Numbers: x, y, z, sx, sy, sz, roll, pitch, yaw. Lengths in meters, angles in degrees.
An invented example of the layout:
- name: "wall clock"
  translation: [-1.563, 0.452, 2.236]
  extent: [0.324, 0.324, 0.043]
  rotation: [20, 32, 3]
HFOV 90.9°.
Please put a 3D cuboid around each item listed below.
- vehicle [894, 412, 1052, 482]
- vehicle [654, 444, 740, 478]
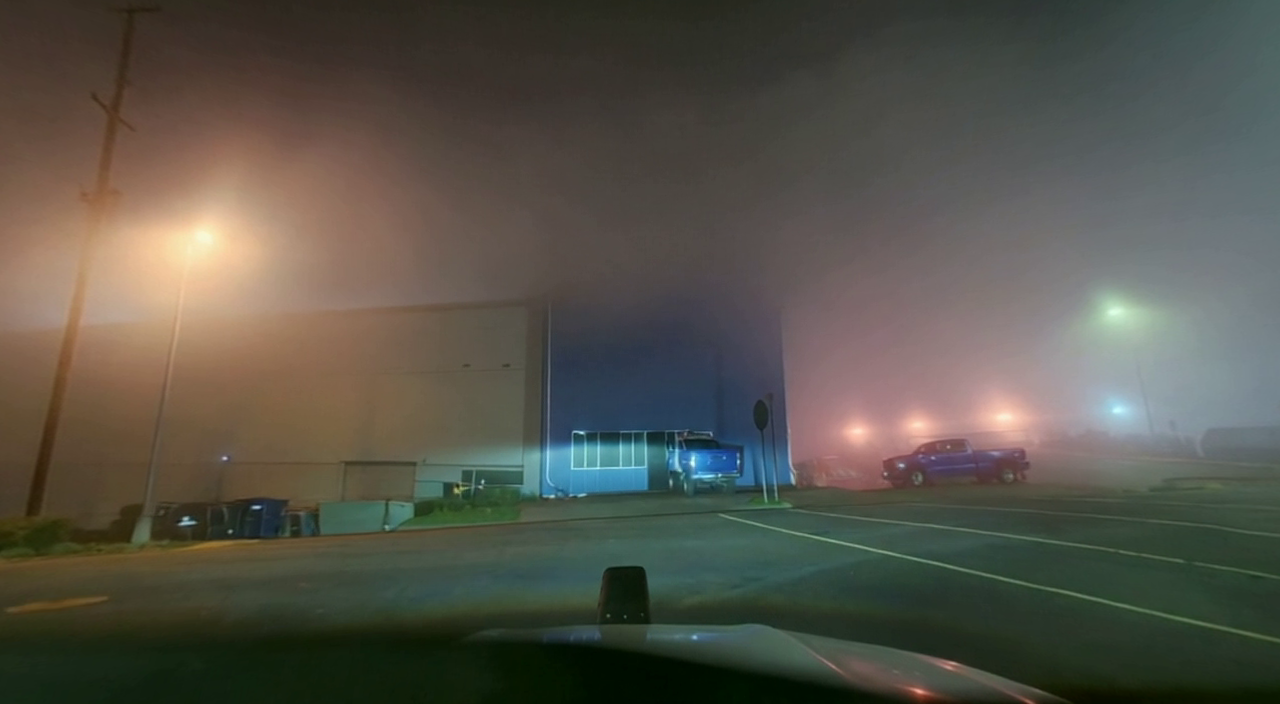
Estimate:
- name: "vehicle"
  translation: [16.533, 4.801, 31.638]
  extent: [6.271, 3.004, 2.298]
  rotation: [-4, -11, 3]
- name: "vehicle"
  translation: [3.641, 7.015, 40.847]
  extent: [5.207, 2.103, 1.997]
  rotation: [1, -8, -6]
